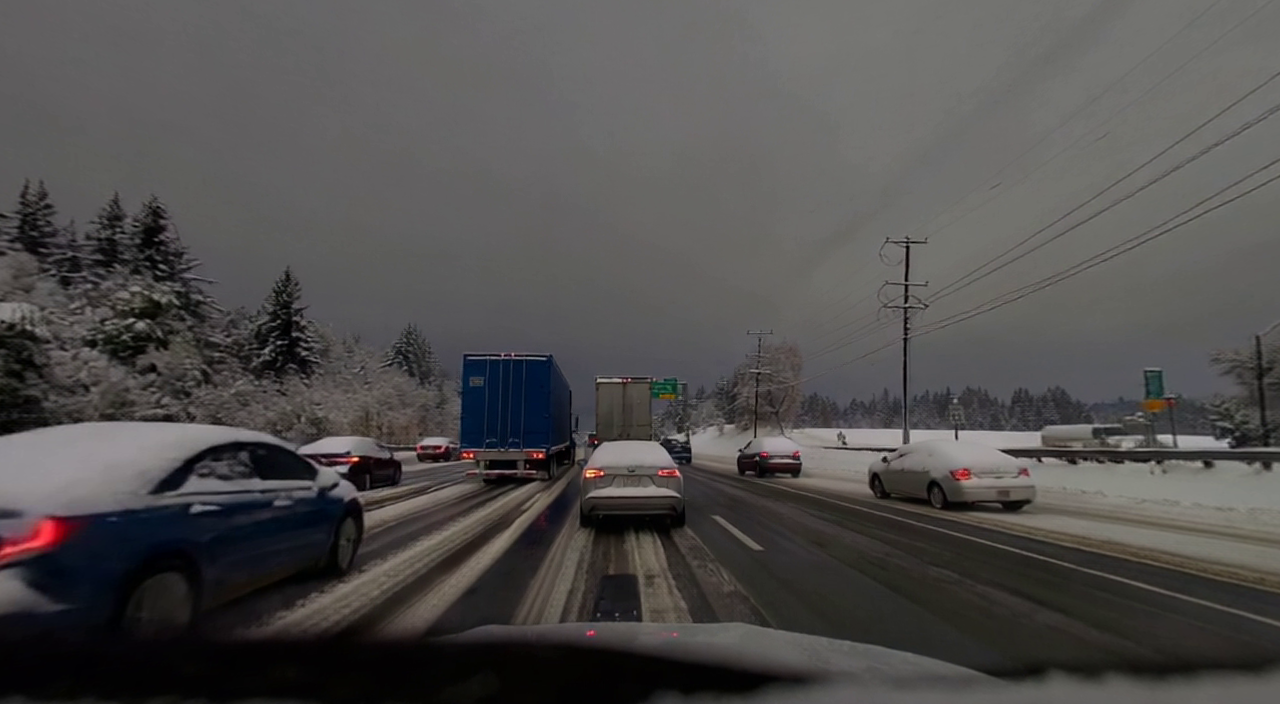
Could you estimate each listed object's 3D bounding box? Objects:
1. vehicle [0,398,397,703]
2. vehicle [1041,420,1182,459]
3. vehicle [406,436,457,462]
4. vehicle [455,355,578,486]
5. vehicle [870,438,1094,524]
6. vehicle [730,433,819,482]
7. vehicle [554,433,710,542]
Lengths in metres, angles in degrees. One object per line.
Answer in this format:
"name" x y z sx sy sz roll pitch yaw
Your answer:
"vehicle" -3.717 1.219 4.498 2.090 1.463 4.968 0 -9 -1
"vehicle" 25.208 4.778 34.192 2.321 1.880 6.188 1 -9 -7
"vehicle" -14.146 6.620 43.113 2.148 1.678 4.851 1 -9 -4
"vehicle" -4.938 3.606 29.845 3.150 4.298 17.928 1 -9 -3
"vehicle" 6.530 2.485 12.733 1.878 1.406 4.164 1 -9 -6
"vehicle" 4.912 3.925 23.730 2.023 1.676 4.002 1 -9 -7
"vehicle" -0.208 2.144 10.636 2.112 1.463 4.012 0 -9 -3
